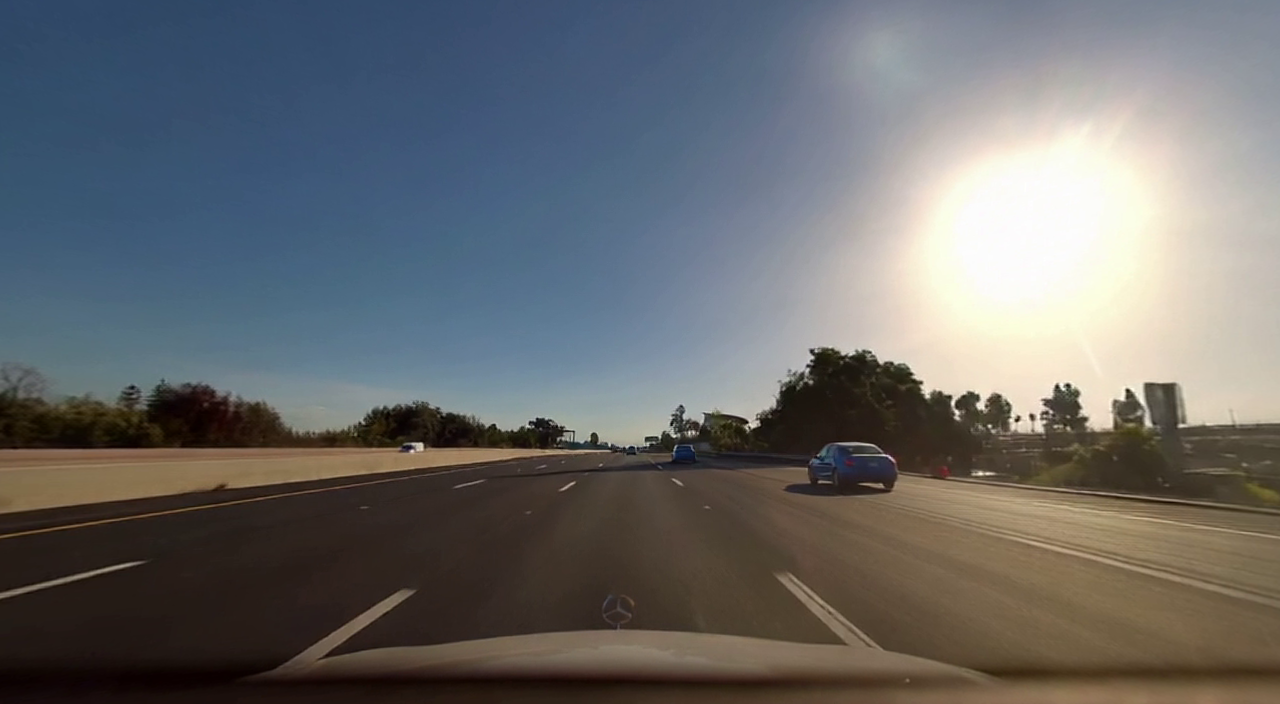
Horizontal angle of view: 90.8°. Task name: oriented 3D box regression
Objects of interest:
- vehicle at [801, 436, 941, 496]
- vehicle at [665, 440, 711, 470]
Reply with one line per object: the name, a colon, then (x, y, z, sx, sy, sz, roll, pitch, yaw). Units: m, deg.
vehicle: (6.601, 3.322, 18.850, 2.227, 1.522, 5.041, 0, -8, -1)
vehicle: (2.657, 5.841, 36.120, 2.270, 1.615, 3.770, 0, -8, -1)
